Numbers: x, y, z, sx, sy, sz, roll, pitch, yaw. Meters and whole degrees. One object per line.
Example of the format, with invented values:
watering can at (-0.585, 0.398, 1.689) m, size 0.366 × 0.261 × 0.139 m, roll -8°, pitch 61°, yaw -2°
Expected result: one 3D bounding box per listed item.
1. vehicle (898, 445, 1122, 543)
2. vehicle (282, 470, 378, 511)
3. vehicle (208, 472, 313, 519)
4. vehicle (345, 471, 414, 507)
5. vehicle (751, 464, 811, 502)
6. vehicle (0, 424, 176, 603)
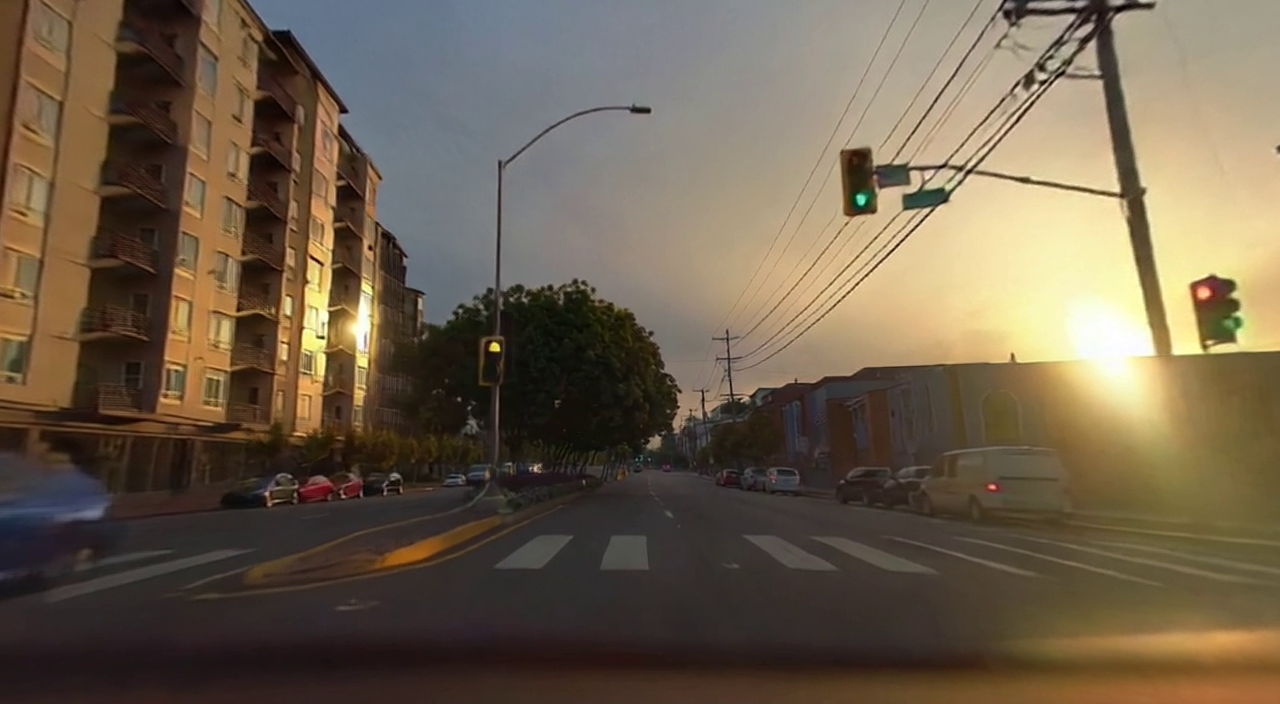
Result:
vehicle at (7.514, 2.869, 13.532) m, size 1.996 × 1.704 × 4.490 m, roll 0°, pitch -9°, yaw -1°
vehicle at (-14.891, 6.677, 30.732) m, size 2.124 × 1.626 × 4.908 m, roll 0°, pitch -9°, yaw 0°
vehicle at (-14.759, 5.579, 24.859) m, size 1.879 × 1.507 × 3.745 m, roll 0°, pitch -9°, yaw -2°
vehicle at (-14.739, 7.733, 36.071) m, size 2.107 × 1.771 × 4.871 m, roll 0°, pitch -10°, yaw -4°
vehicle at (7.447, 6.959, 33.914) m, size 2.143 × 1.731 × 4.781 m, roll 0°, pitch -9°, yaw 0°
vehicle at (-6.917, 1.468, 5.720) m, size 2.180 × 1.608 × 4.321 m, roll 0°, pitch -9°, yaw -1°
